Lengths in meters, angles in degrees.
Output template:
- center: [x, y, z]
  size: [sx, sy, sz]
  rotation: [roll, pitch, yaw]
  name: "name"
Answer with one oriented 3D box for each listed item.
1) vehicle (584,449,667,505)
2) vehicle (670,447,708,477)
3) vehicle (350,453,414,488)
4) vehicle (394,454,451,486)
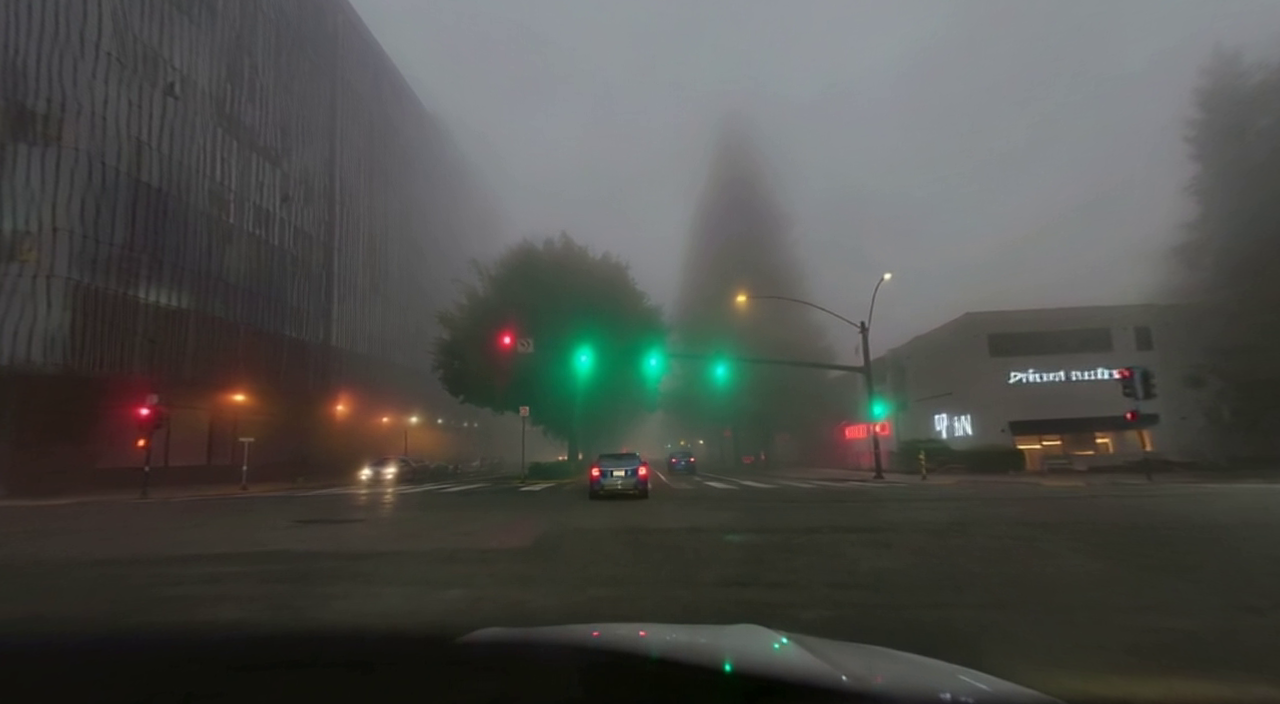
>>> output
- center: [-0.419, 3.566, 18.469]
  size: [2.144, 1.398, 3.963]
  rotation: [1, -8, -1]
  name: "vehicle"
- center: [3.152, 7.106, 41.228]
  size: [2.078, 1.799, 4.089]
  rotation: [0, -8, -1]
  name: "vehicle"
- center: [-16.098, 7.360, 39.729]
  size: [2.119, 1.815, 4.795]
  rotation: [-2, -7, -1]
  name: "vehicle"
- center: [-12.651, 6.871, 36.987]
  size: [2.000, 1.507, 4.286]
  rotation: [-2, -7, -2]
  name: "vehicle"
